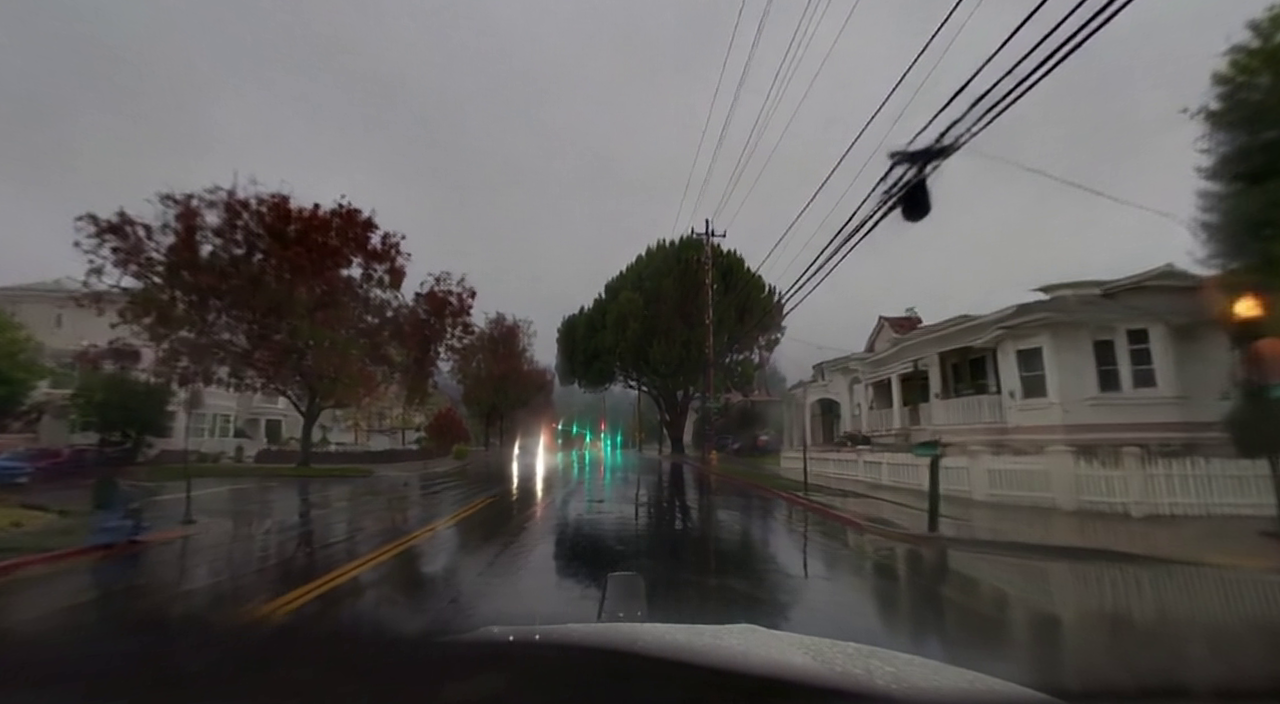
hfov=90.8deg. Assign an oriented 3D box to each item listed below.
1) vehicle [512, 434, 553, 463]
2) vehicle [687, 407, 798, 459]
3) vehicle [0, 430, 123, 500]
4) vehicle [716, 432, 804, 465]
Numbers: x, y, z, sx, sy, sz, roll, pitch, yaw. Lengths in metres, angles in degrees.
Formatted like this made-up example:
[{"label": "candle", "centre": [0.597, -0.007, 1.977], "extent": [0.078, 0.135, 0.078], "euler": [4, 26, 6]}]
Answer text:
[{"label": "vehicle", "centre": [-5.989, 5.425, 35.724], "extent": [1.892, 1.501, 4.335], "euler": [1, -7, -5]}, {"label": "vehicle", "centre": [7.142, 5.724, 44.527], "extent": [7.115, 3.010, 2.378], "euler": [-3, -9, -8]}, {"label": "vehicle", "centre": [-14.975, 2.493, 14.281], "extent": [4.751, 1.459, 1.996], "euler": [0, -7, -2]}, {"label": "vehicle", "centre": [6.660, 5.412, 35.463], "extent": [4.412, 1.565, 1.957], "euler": [-2, -7, -2]}]
